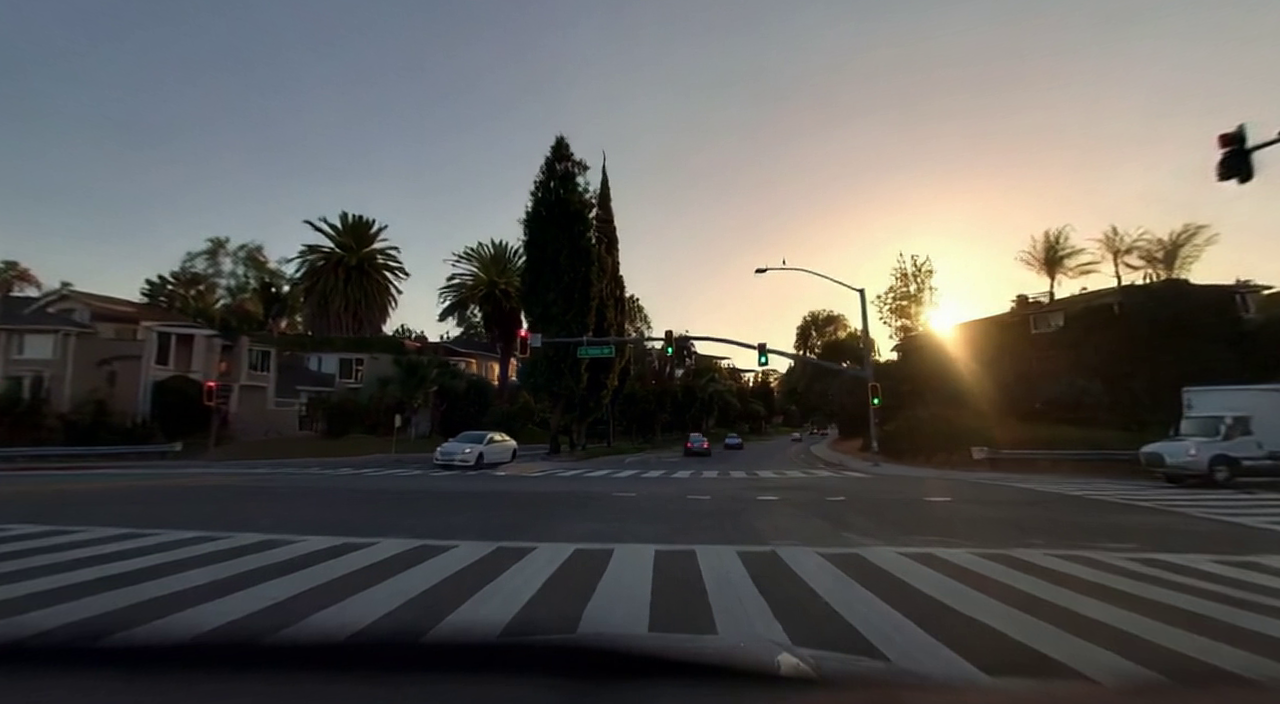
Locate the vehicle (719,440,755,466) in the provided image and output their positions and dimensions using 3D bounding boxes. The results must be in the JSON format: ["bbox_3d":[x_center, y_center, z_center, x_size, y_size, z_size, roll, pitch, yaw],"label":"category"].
[{"bbox_3d":[6.705,6.957,43.775,2.255,1.708,4.328,-1,-9,8],"label":"vehicle"}]

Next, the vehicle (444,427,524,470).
[{"bbox_3d":[-7.560,4.811,31.277,2.296,1.798,5.303,-4,-10,4],"label":"vehicle"}]

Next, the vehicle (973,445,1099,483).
[{"bbox_3d":[18.025,5.054,28.830,4.580,1.557,2.023,-7,-11,37],"label":"vehicle"}]

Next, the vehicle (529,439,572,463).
[{"bbox_3d":[-6.351,7.035,45.135,1.907,1.488,4.326,-4,-8,7],"label":"vehicle"}]

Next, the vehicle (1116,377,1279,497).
[{"bbox_3d":[22.613,2.626,19.587,12.701,3.428,3.061,-1,-9,3],"label":"vehicle"}]
